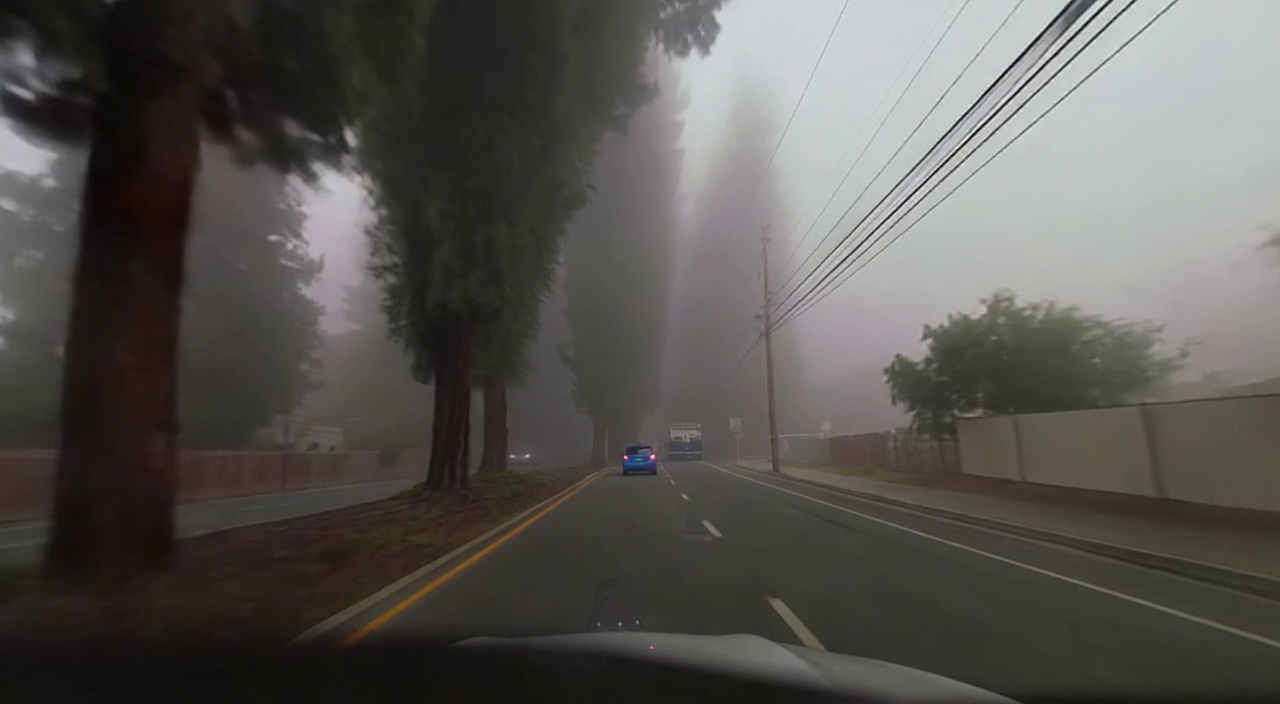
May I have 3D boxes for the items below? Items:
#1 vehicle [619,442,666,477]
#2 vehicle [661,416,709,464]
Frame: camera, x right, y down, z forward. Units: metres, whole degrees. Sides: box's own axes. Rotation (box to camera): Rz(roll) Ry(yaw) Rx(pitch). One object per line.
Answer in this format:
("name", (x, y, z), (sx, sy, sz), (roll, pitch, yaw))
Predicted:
("vehicle", (0.127, 4.939, 29.333), (2.018, 1.511, 3.993), (0, -8, 1))
("vehicle", (3.263, 6.956, 49.550), (2.789, 3.285, 12.428), (0, -8, 0))
